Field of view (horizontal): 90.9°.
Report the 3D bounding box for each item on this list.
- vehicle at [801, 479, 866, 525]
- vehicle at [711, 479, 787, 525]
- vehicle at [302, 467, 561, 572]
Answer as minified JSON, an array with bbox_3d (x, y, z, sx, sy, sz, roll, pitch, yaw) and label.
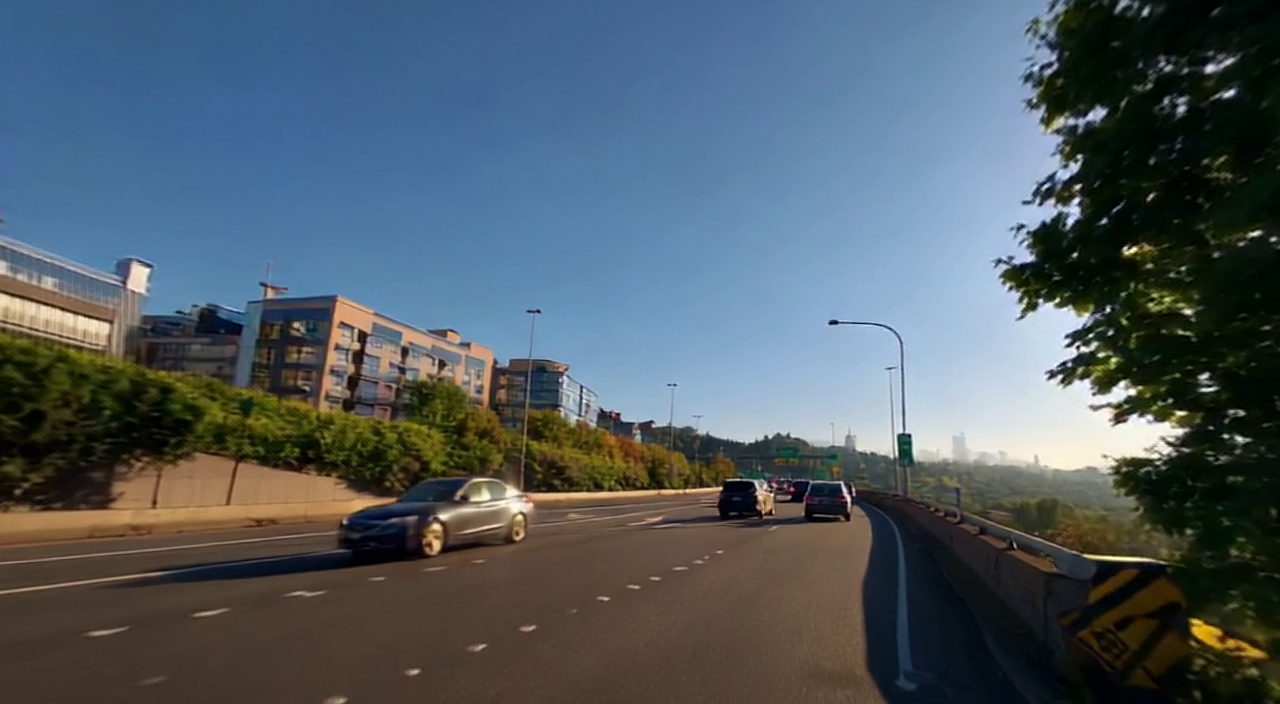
[{"bbox_3d":[7.504,5.662,24.162,2.129,1.471,4.258,-3,-11,20],"label":"vehicle"},{"bbox_3d":[4.281,5.667,24.206,2.030,1.441,4.806,-3,-11,20],"label":"vehicle"},{"bbox_3d":[-3.596,2.996,12.035,2.107,1.502,4.705,-3,-11,21],"label":"vehicle"}]
